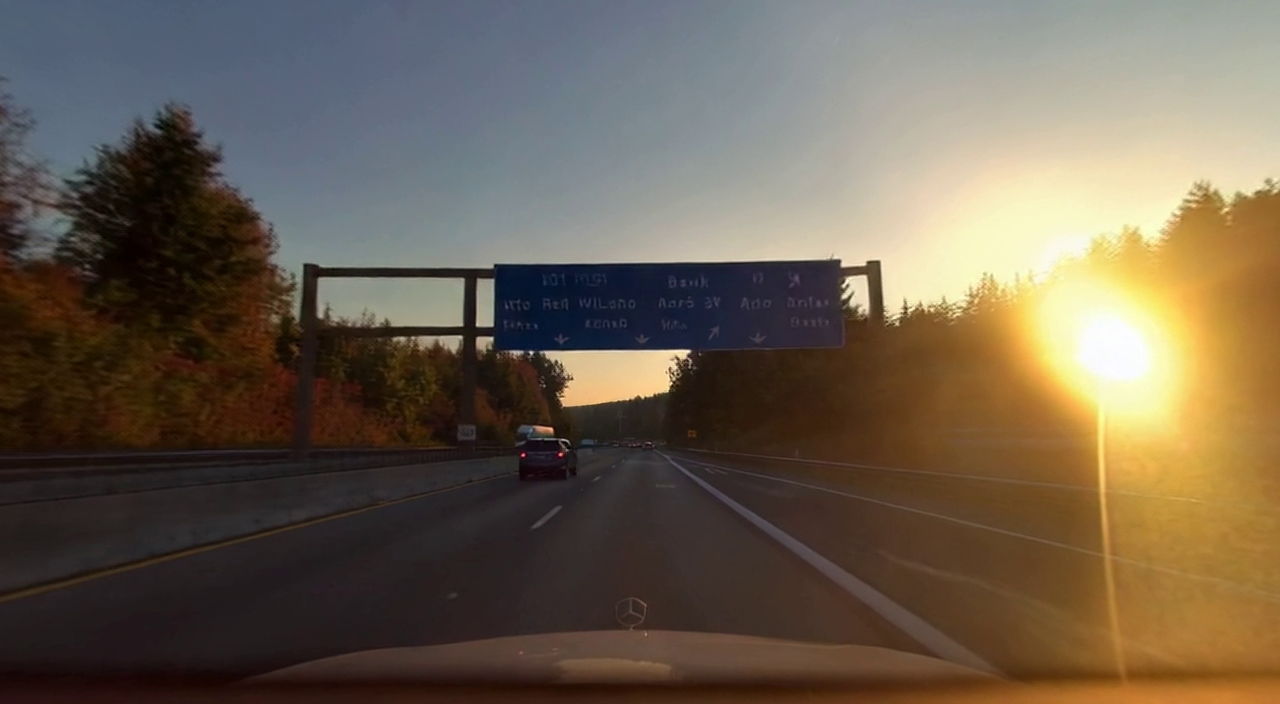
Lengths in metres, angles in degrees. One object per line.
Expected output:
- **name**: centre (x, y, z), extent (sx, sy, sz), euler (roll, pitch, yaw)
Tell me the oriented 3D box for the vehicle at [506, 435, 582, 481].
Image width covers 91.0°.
- **vehicle**: centre (-3.415, 3.852, 23.196), extent (2.051, 1.531, 4.250), euler (0, -8, 1)
